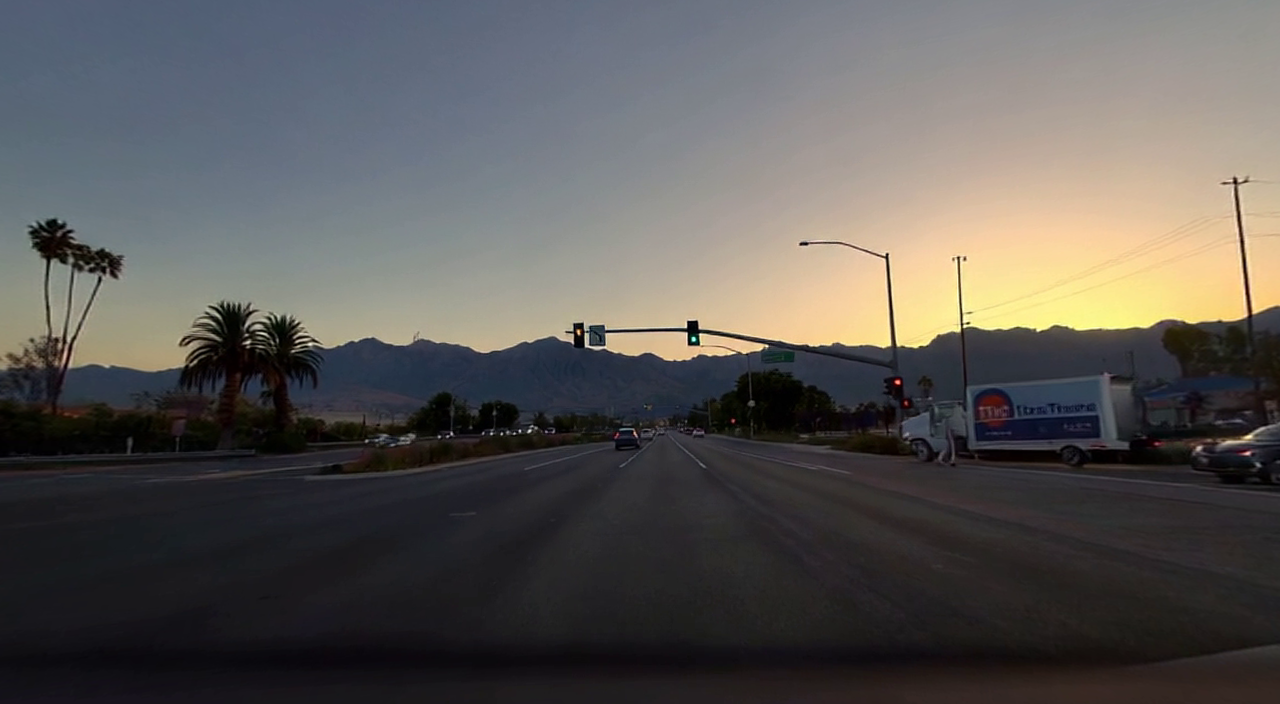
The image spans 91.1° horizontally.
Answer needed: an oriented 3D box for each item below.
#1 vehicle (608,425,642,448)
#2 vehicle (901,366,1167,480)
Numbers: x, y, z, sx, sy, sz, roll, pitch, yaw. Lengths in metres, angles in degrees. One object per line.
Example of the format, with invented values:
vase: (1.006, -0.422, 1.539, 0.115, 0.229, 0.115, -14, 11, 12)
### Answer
vehicle: (-1.119, 6.731, 49.582, 2.287, 1.712, 4.537, -1, -8, 4)
vehicle: (13.001, 2.539, 21.711, 7.088, 3.414, 3.237, -4, -9, 23)
